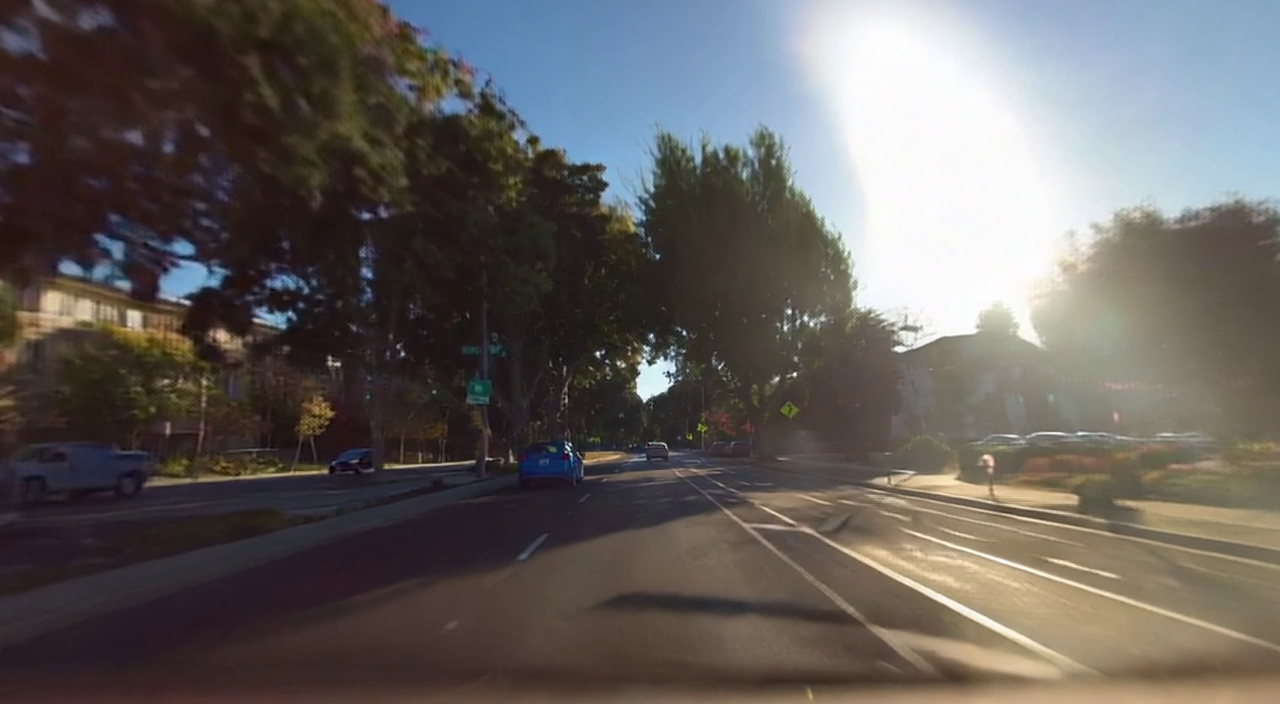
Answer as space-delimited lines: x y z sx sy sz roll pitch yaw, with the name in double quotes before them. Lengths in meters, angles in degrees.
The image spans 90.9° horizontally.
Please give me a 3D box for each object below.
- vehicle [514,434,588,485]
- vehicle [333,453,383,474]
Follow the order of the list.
"vehicle" -3.385 4.171 24.845 2.150 1.812 4.423 0 -8 1
"vehicle" -22.033 8.701 49.411 1.848 1.498 4.270 0 -8 1
